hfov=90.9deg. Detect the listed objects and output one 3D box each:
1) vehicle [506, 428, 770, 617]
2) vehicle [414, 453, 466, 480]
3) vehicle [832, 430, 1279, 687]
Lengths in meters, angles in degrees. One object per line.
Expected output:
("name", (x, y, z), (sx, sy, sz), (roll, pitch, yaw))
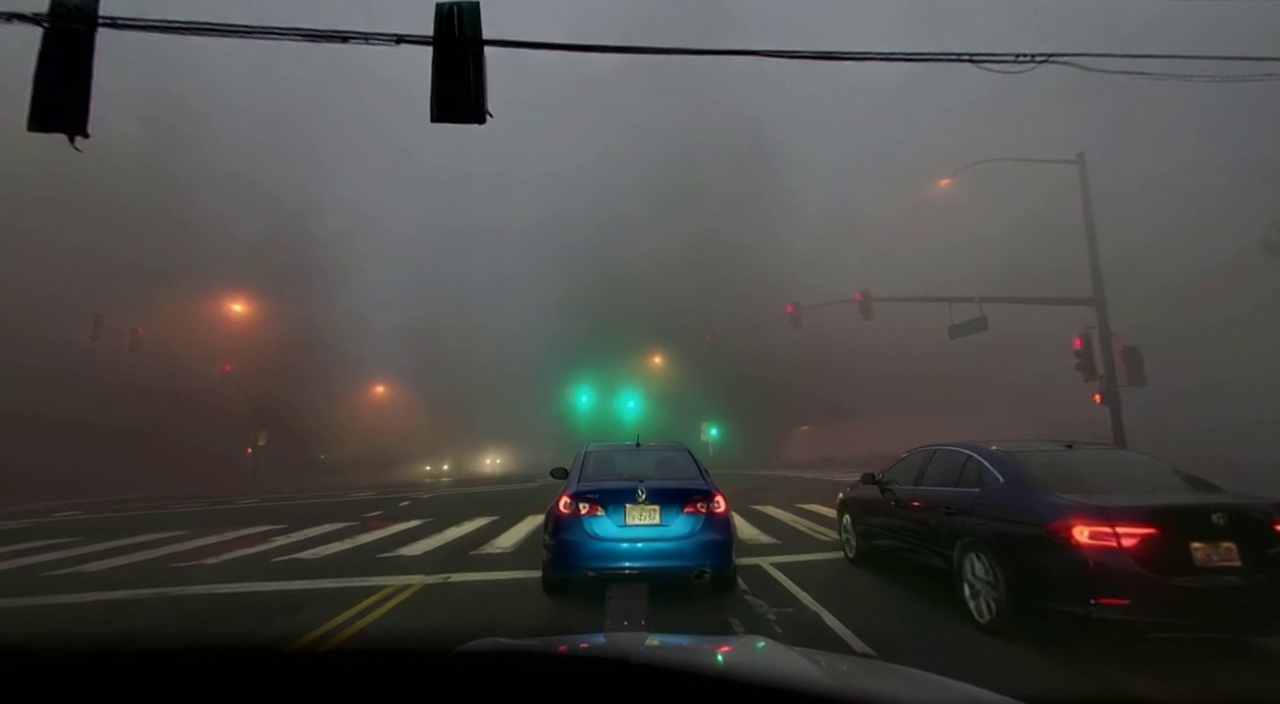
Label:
("vehicle", (-0.054, 1.661, 7.124), (2.094, 1.481, 4.078), (0, -8, -1))
("vehicle", (-14.534, 8.351, 46.156), (2.126, 1.782, 4.880), (0, -8, 1))
("vehicle", (3.351, 1.474, 5.680), (1.860, 1.430, 4.089), (0, -8, -1))
